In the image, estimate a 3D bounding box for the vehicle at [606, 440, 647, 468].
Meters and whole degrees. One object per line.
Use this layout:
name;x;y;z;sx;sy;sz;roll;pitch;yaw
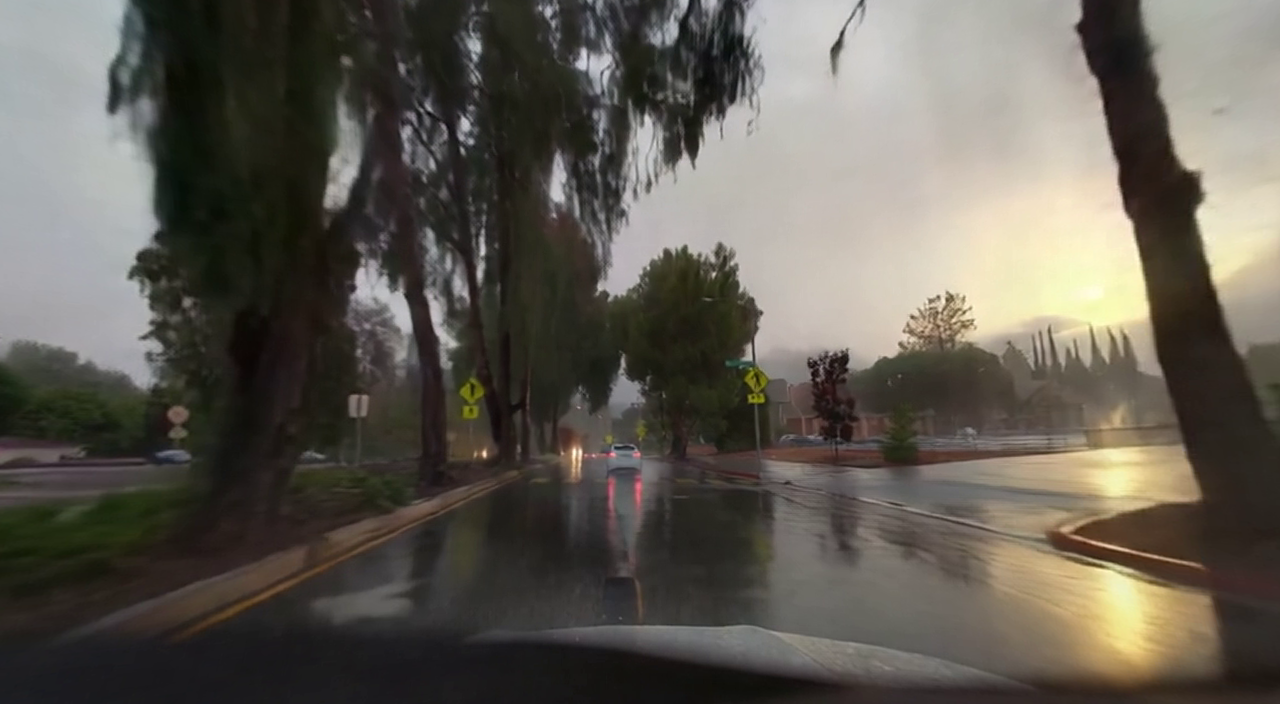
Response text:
vehicle;-0.852;5.921;36.861;2.142;1.501;4.273;0;-8;-5
